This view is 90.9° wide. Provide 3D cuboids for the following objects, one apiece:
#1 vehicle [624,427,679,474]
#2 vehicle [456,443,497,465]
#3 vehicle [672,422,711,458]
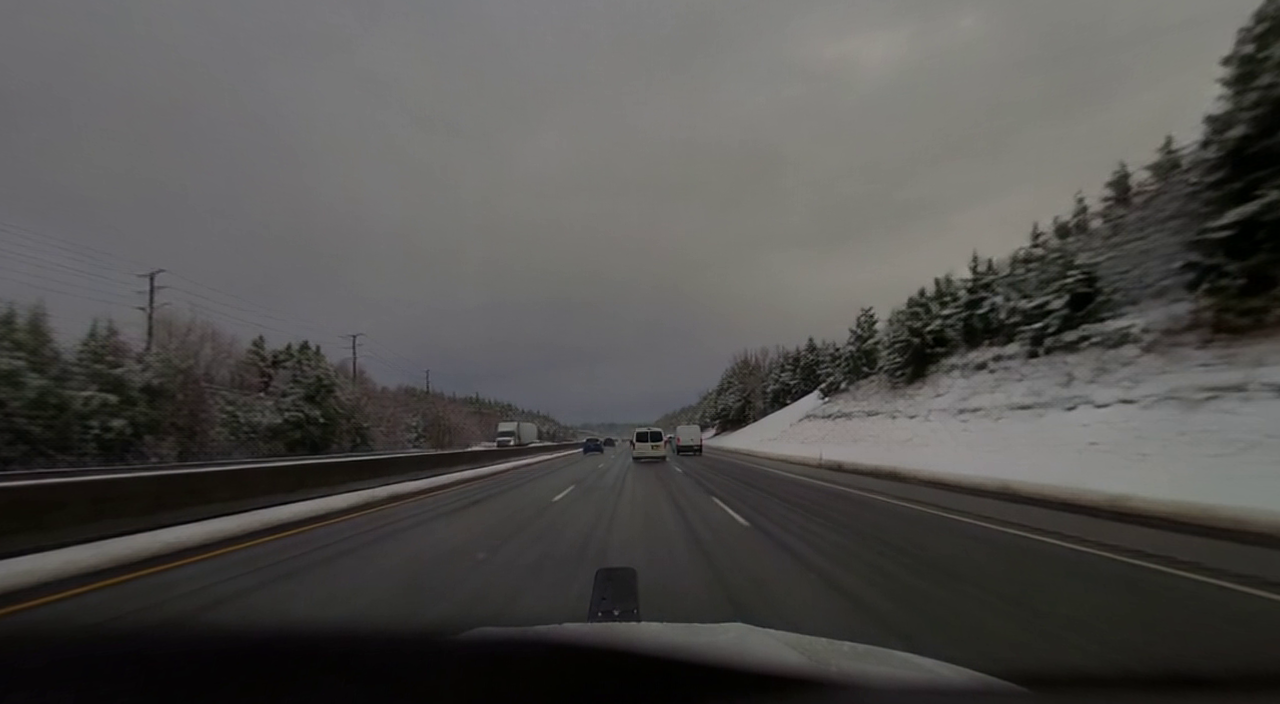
[{"bbox_3d":[0.429,4.174,27.001,2.159,1.811,4.238,0,-8,-1],"label":"vehicle"},{"bbox_3d":[-11.816,7.359,45.800,1.872,1.450,4.016,0,-8,1],"label":"vehicle"},{"bbox_3d":[3.711,6.497,46.644,2.348,2.429,5.172,0,-8,-1],"label":"vehicle"}]
